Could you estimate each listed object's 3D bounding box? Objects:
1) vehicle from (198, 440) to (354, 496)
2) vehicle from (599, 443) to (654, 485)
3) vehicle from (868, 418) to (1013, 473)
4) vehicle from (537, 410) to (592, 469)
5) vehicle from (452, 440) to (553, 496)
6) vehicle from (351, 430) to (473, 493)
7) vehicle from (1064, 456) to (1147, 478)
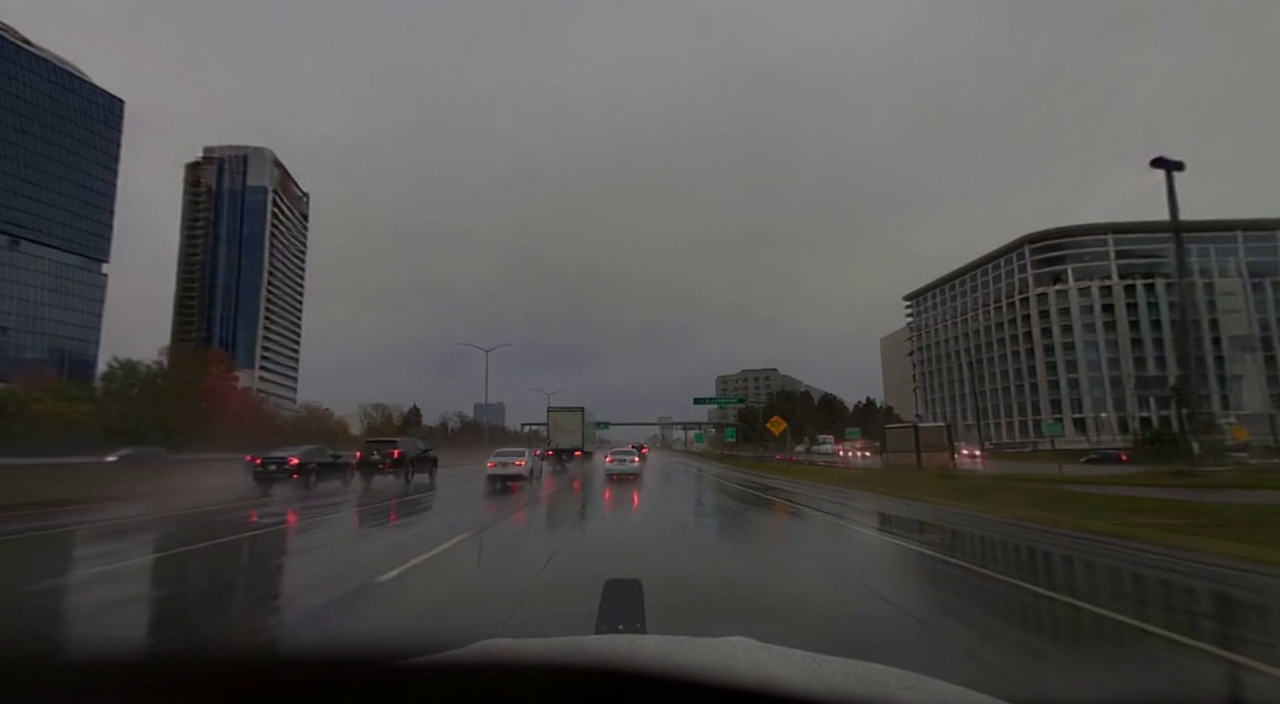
[{"bbox_3d":[-10.960,3.494,19.463,1.987,1.495,4.710,0,-9,0],"label":"vehicle"},{"bbox_3d":[-0.500,4.356,24.839,1.991,1.488,3.922,0,-9,0],"label":"vehicle"},{"bbox_3d":[23.126,7.272,49.001,3.015,3.855,9.519,9,-12,-43],"label":"vehicle"},{"bbox_3d":[-4.690,5.712,40.732,2.955,3.359,8.322,1,-9,-3],"label":"vehicle"},{"bbox_3d":[-4.035,3.477,19.234,2.016,1.497,4.235,0,-9,1],"label":"vehicle"},{"bbox_3d":[-7.431,3.618,21.158,2.190,1.821,4.800,0,-9,1],"label":"vehicle"},{"bbox_3d":[32.868,8.124,44.577,4.258,1.498,1.904,-1,-9,5],"label":"vehicle"}]
